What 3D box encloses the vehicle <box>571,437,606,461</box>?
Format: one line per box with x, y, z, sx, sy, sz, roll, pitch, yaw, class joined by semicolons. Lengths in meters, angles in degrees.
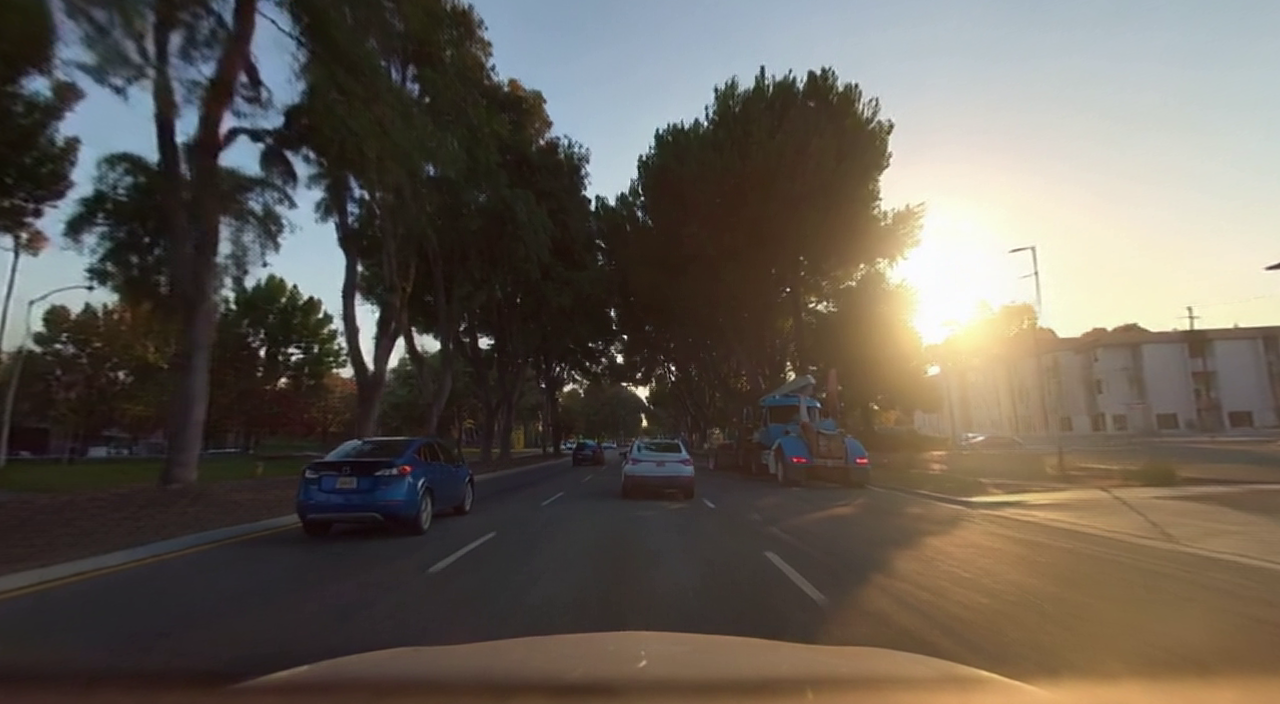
-3.693;7.075;46.111;2.062;1.641;4.193;0;-8;2;vehicle

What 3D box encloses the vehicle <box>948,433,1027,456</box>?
25.189;6.734;45.864;1.955;1.599;4.618;4;-9;-26;vehicle

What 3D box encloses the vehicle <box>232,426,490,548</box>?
-4.089;2.059;10.386;2.003;1.507;4.808;0;-8;1;vehicle

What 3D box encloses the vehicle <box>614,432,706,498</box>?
0.435;2.861;16.334;2.086;1.466;4.026;0;-8;0;vehicle

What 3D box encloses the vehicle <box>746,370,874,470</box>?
5.743;2.532;22.439;2.736;3.078;5.825;0;-8;-2;vehicle
